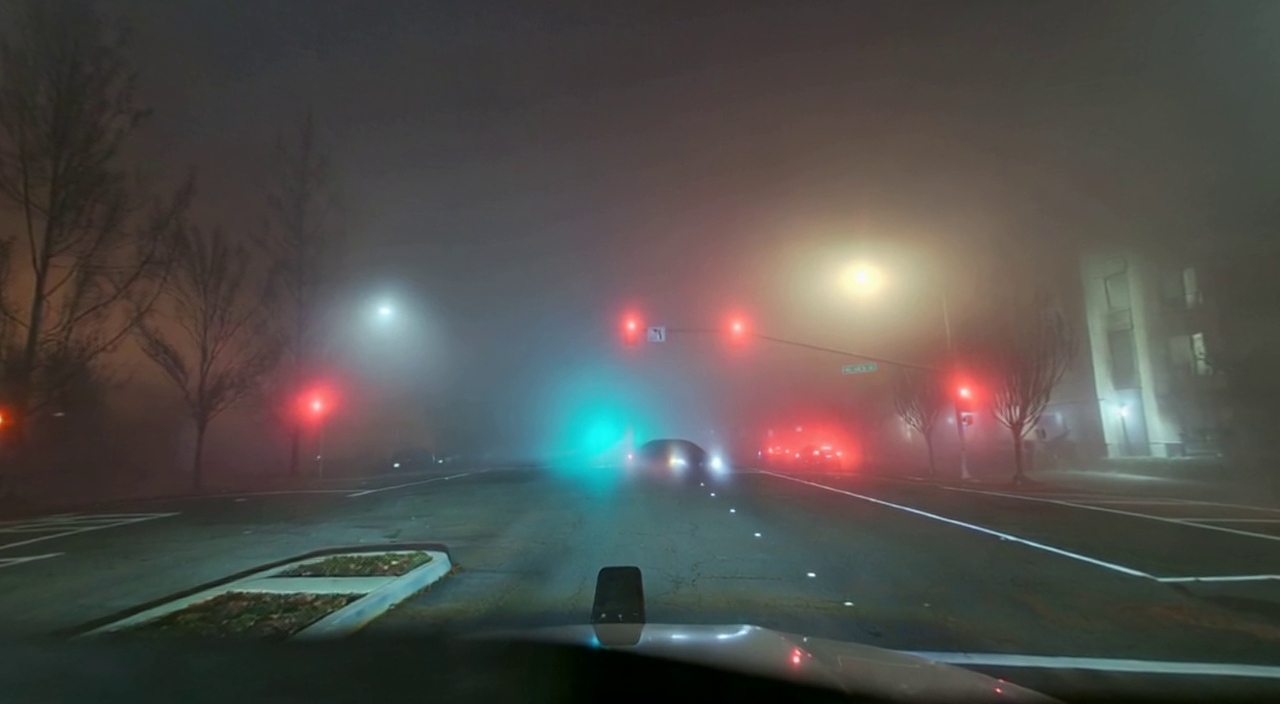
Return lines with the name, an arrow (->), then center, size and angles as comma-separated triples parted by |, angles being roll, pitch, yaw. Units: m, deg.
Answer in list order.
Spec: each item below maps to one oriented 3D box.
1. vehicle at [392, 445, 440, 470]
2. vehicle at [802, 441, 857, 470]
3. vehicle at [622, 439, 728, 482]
vehicle -> -16.487, 7.758, 46.753 | 2.075, 1.708, 4.335 | 0, -8, -1
vehicle -> 13.052, 7.140, 43.822 | 2.181, 1.876, 4.723 | 0, -8, -2
vehicle -> 1.185, 4.107, 24.191 | 1.933, 1.460, 4.683 | 4, -10, -27
